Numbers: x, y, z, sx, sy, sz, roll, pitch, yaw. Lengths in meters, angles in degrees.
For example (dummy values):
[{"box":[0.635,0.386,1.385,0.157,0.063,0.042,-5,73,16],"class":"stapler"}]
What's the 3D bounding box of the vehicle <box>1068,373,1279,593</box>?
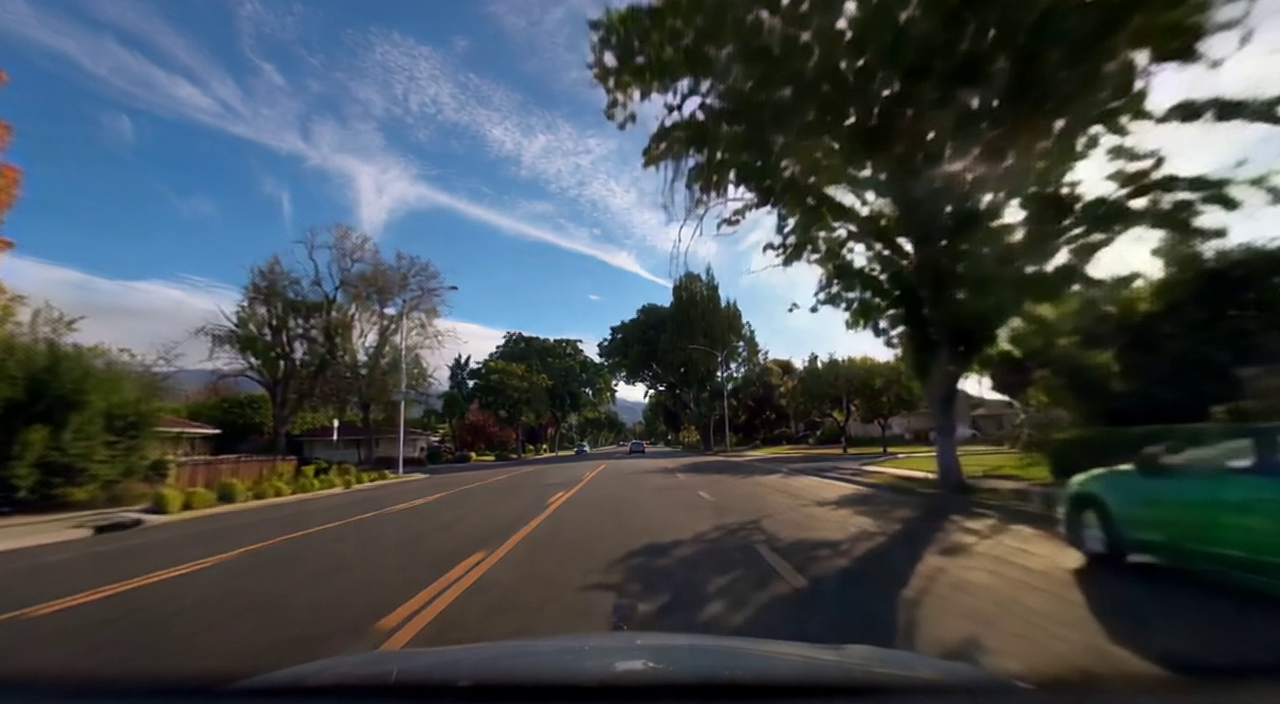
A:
[{"box":[6.498,1.184,5.556,2.116,1.844,4.792,3,-8,0],"class":"vehicle"}]
